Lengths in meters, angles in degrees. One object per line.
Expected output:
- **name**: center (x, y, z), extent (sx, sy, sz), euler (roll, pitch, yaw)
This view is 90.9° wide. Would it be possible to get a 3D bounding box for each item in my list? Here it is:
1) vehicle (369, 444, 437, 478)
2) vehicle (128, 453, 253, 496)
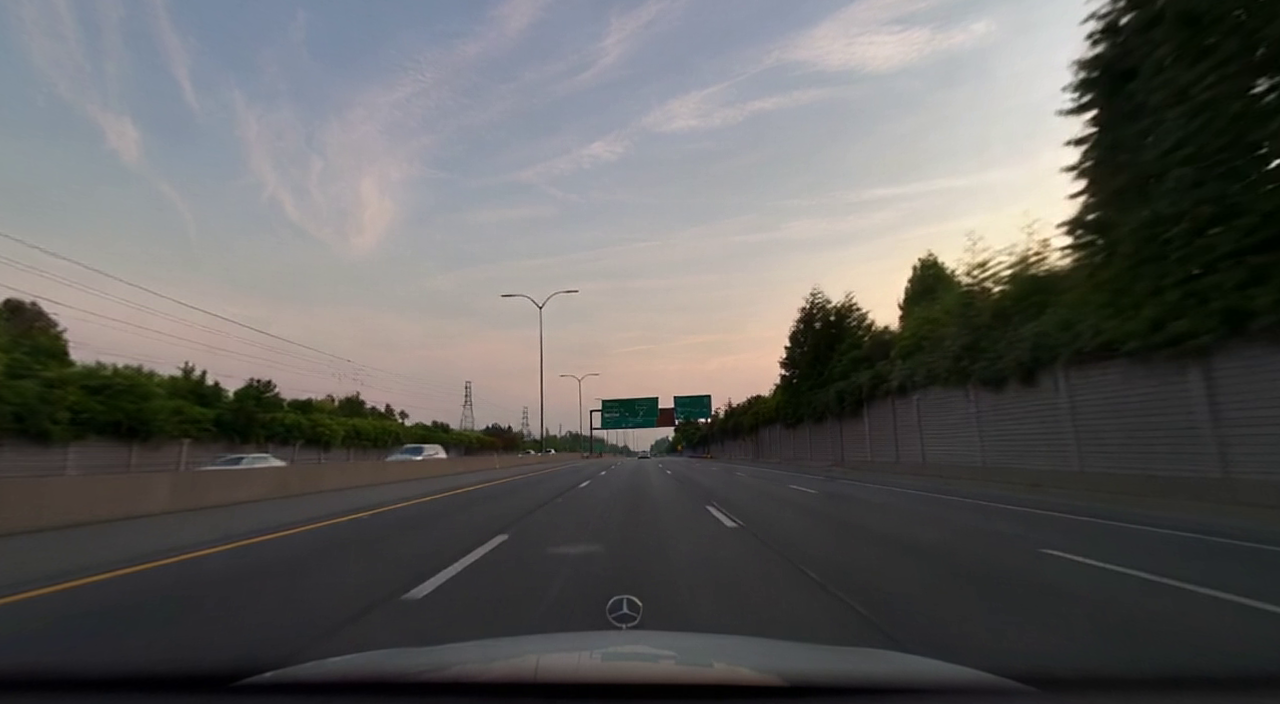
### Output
- **vehicle**: center (-12.668, 5.843, 34.021), extent (1.927, 1.652, 4.319), euler (0, -9, 1)
- **vehicle**: center (-16.945, 4.607, 24.051), extent (1.843, 1.462, 3.906), euler (0, -9, 0)
